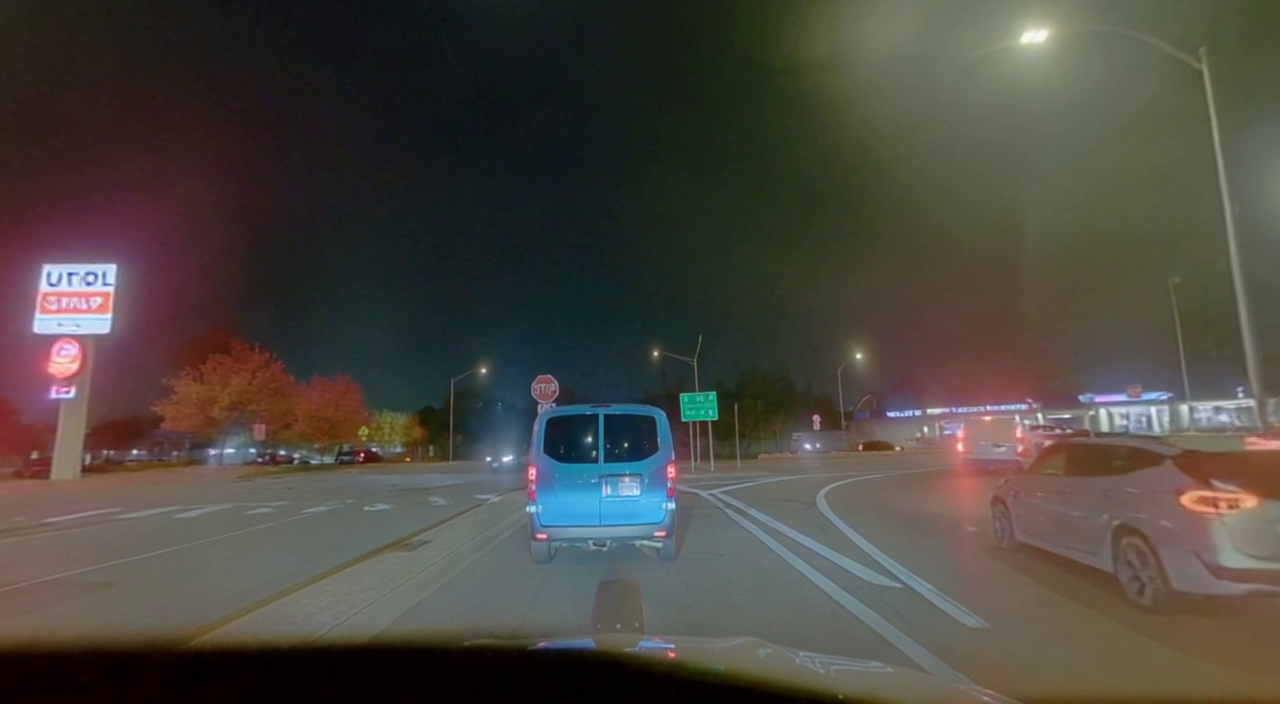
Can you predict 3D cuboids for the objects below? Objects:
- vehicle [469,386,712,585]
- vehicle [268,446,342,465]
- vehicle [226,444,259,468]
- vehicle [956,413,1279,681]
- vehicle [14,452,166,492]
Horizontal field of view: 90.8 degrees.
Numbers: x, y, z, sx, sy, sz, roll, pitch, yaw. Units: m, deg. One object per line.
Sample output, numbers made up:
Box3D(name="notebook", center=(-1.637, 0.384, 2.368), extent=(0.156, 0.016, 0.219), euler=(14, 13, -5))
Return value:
Box3D(name="vehicle", center=(-0.387, 1.579, 8.193), extent=(2.237, 1.828, 4.546), euler=(0, -9, 2))
Box3D(name="vehicle", center=(-26.303, 8.119, 49.705), extent=(4.670, 1.472, 1.851), euler=(1, -9, -8))
Box3D(name="vehicle", center=(-30.040, 7.847, 47.798), extent=(1.913, 1.682, 4.120), euler=(5, -10, -31))
Box3D(name="vehicle", center=(4.916, 1.432, 5.734), extent=(2.079, 1.504, 4.828), euler=(-1, -9, 7))
Box3D(name="vehicle", center=(-21.508, 4.660, 24.988), extent=(2.038, 1.392, 4.362), euler=(0, -9, 1))
